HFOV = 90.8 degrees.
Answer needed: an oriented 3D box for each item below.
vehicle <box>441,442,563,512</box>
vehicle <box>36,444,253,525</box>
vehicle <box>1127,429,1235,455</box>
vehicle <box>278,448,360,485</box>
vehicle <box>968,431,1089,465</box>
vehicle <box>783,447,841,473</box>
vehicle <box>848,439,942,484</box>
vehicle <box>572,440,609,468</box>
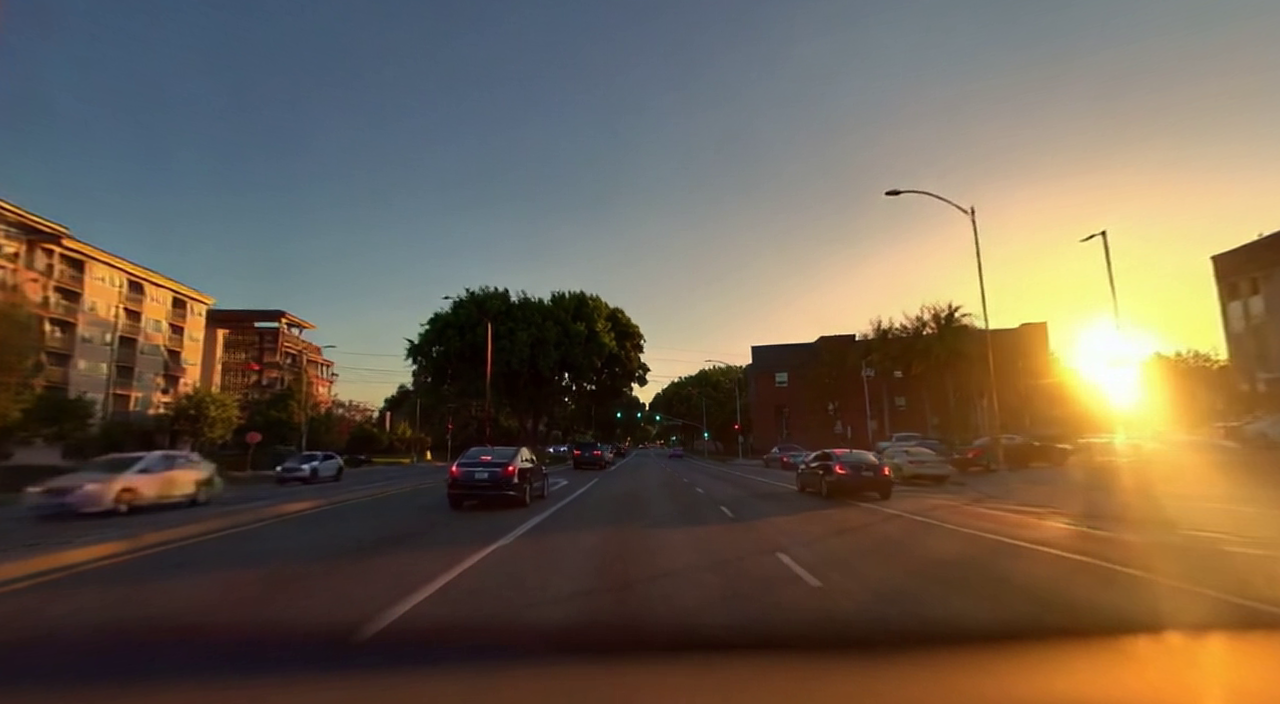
[{"bbox_3d":[-3.185,2.975,15.578,2.144,1.447,4.421,0,-8,-2],"label":"vehicle"},{"bbox_3d":[-10.694,2.832,14.052,1.867,1.524,3.654,0,-8,-2],"label":"vehicle"},{"bbox_3d":[34.689,5.779,40.644,4.771,1.577,2.205,-1,-8,3],"label":"vehicle"},{"bbox_3d":[-15.003,5.357,29.807,1.854,1.586,4.043,0,-8,-2],"label":"vehicle"},{"bbox_3d":[18.453,4.593,30.154,4.416,1.519,1.988,-1,-9,2],"label":"vehicle"},{"bbox_3d":[10.236,6.455,37.947,2.045,1.418,4.869,0,-8,-1],"label":"vehicle"},{"bbox_3d":[10.377,4.488,26.148,1.975,1.677,4.400,0,-8,-1],"label":"vehicle"},{"bbox_3d":[-3.404,7.176,44.643,2.220,1.888,4.904,0,-8,0],"label":"vehicle"}]
